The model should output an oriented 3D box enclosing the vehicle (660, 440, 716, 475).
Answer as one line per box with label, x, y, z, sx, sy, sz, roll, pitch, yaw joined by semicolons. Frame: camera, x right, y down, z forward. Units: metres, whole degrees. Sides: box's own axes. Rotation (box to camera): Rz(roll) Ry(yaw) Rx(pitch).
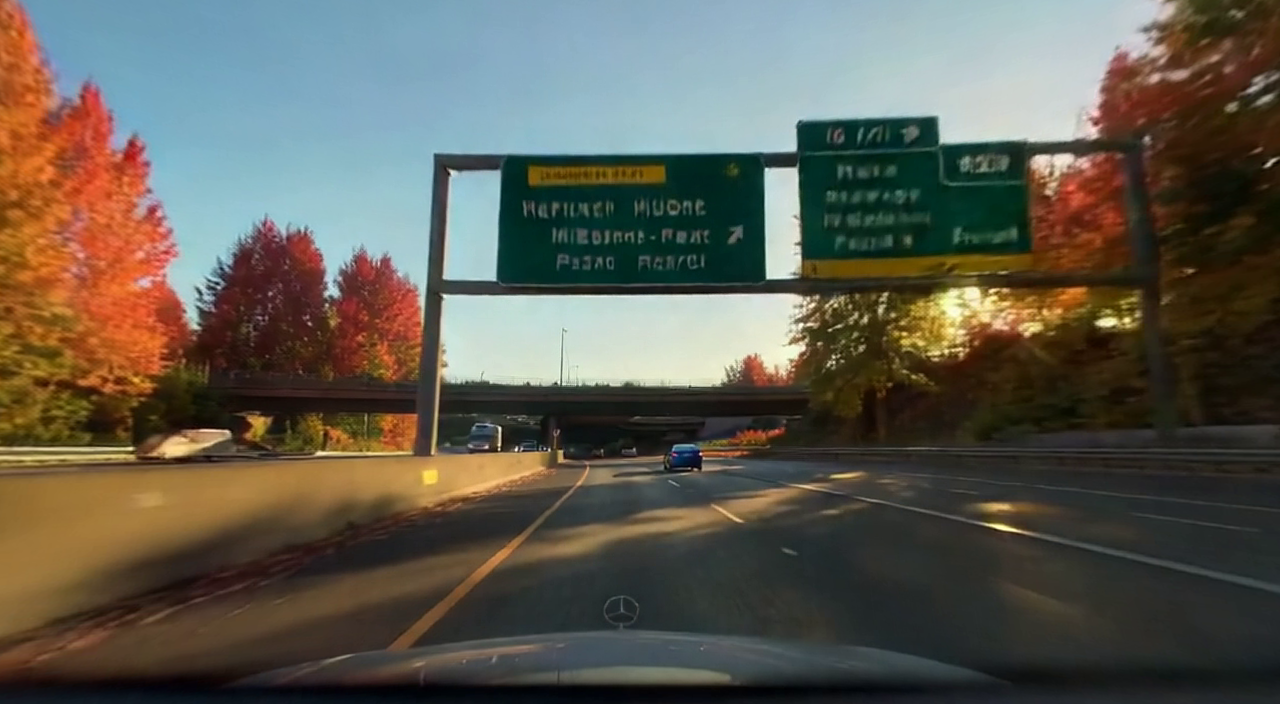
vehicle;2.318;5.262;31.409;2.337;1.633;4.222;0;-9;-2
